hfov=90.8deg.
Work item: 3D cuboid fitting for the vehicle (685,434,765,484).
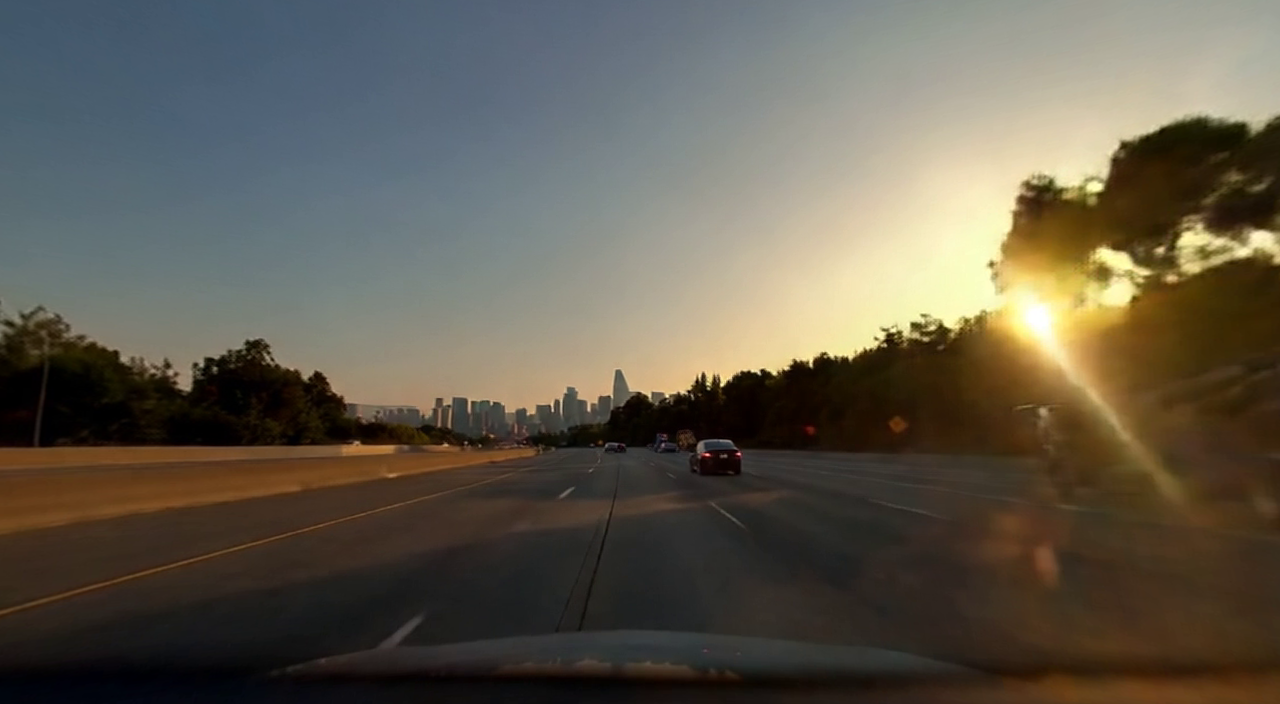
[{"bbox_3d":[3.126,4.055,24.332,2.305,1.729,4.526,0,-8,-2],"label":"vehicle"}]
